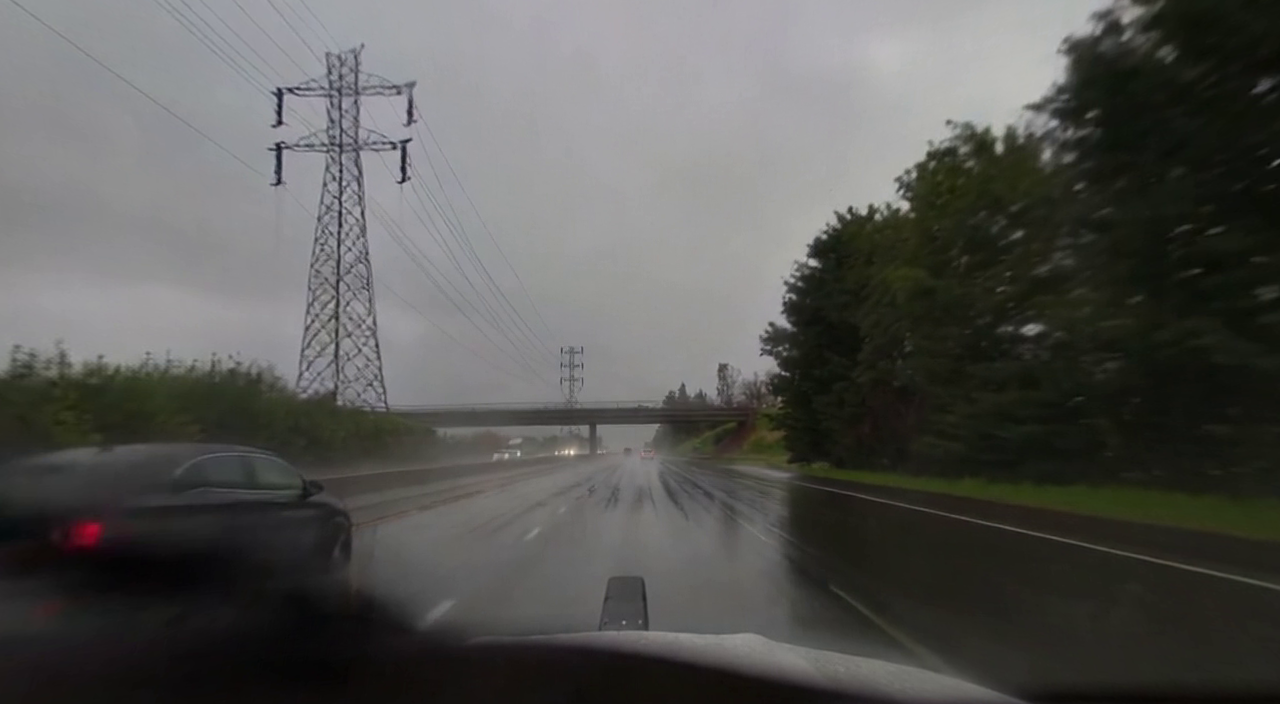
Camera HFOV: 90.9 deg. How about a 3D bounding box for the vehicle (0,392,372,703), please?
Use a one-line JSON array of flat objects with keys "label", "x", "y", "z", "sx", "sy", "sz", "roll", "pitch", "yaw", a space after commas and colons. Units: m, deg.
[{"label": "vehicle", "x": -3.846, "y": 1.243, "z": 4.575, "sx": 1.924, "sy": 1.550, "sz": 4.165, "roll": 0, "pitch": -9, "yaw": 0}]
